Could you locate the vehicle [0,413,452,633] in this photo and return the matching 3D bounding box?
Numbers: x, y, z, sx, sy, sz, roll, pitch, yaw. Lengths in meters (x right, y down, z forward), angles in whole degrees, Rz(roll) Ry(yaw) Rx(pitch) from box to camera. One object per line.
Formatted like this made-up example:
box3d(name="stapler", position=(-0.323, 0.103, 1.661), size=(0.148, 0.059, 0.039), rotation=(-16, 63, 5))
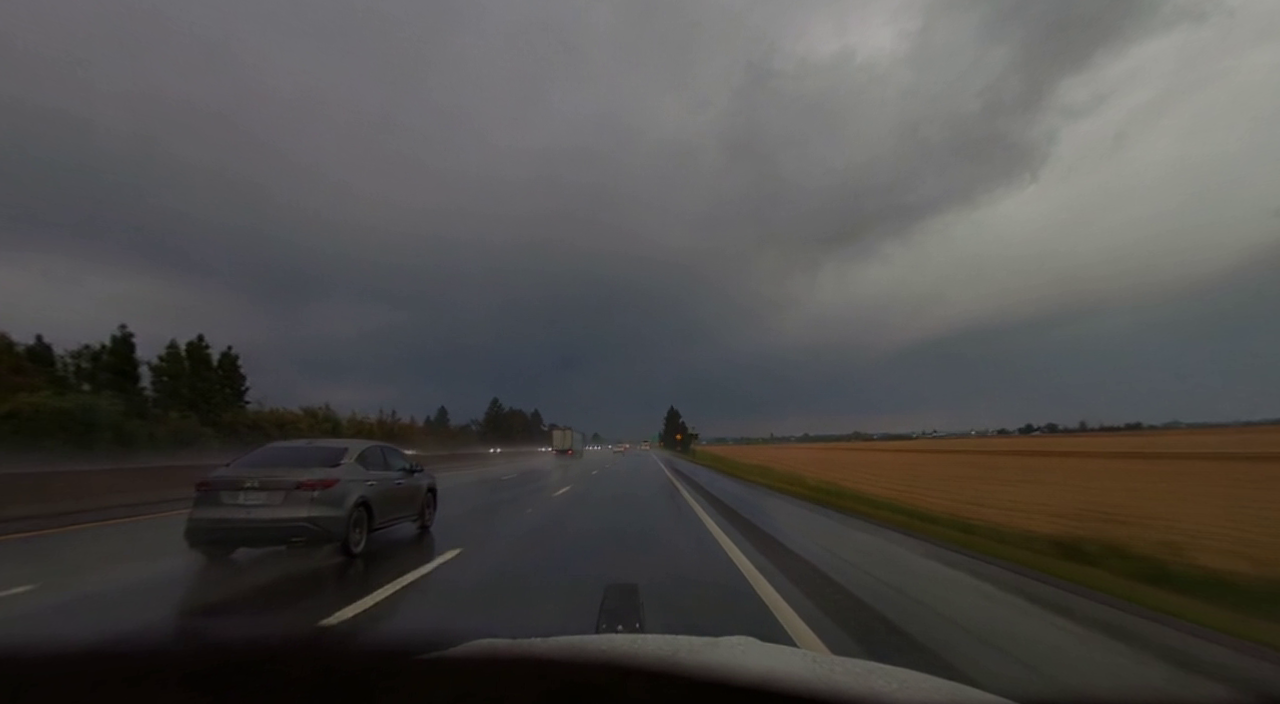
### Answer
box3d(name="vehicle", position=(-3.870, 1.592, 6.982), size=(2.028, 1.553, 4.820), rotation=(0, -9, 1))
